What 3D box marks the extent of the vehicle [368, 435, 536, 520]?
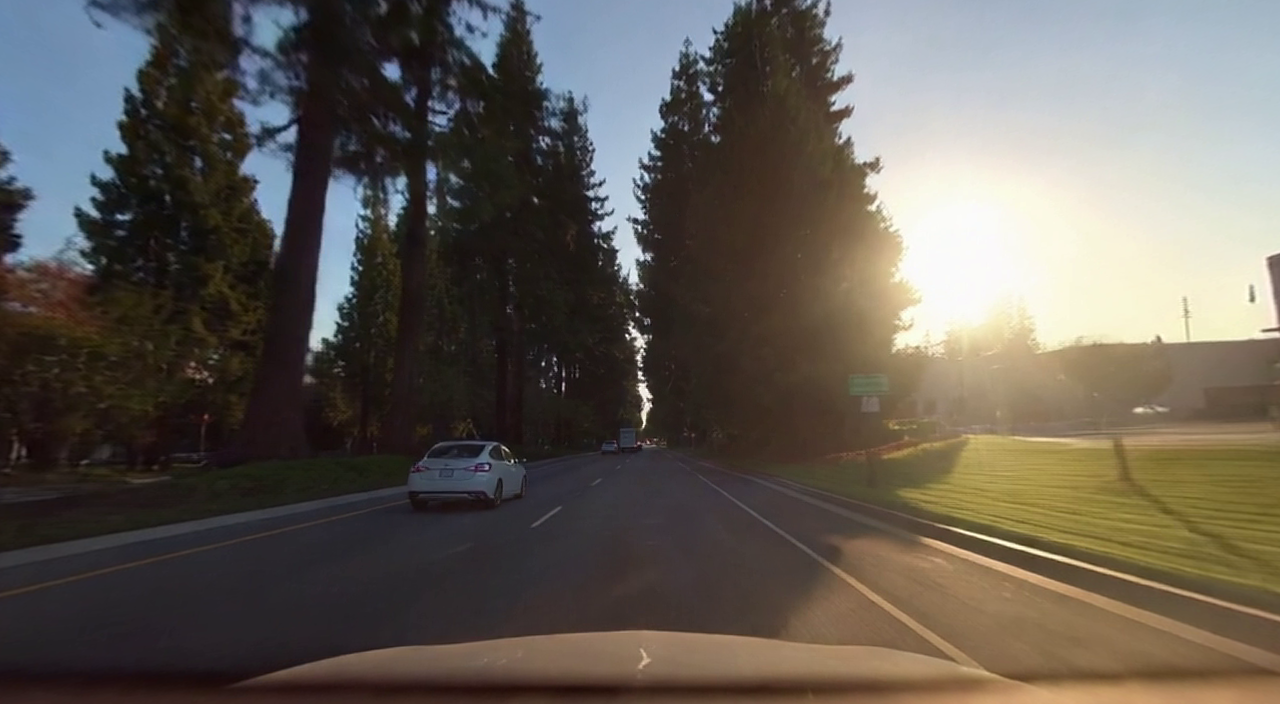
[{"bbox_3d":[-3.634,2.516,13.205,2.033,1.454,4.512,0,-8,1],"label":"vehicle"}]
